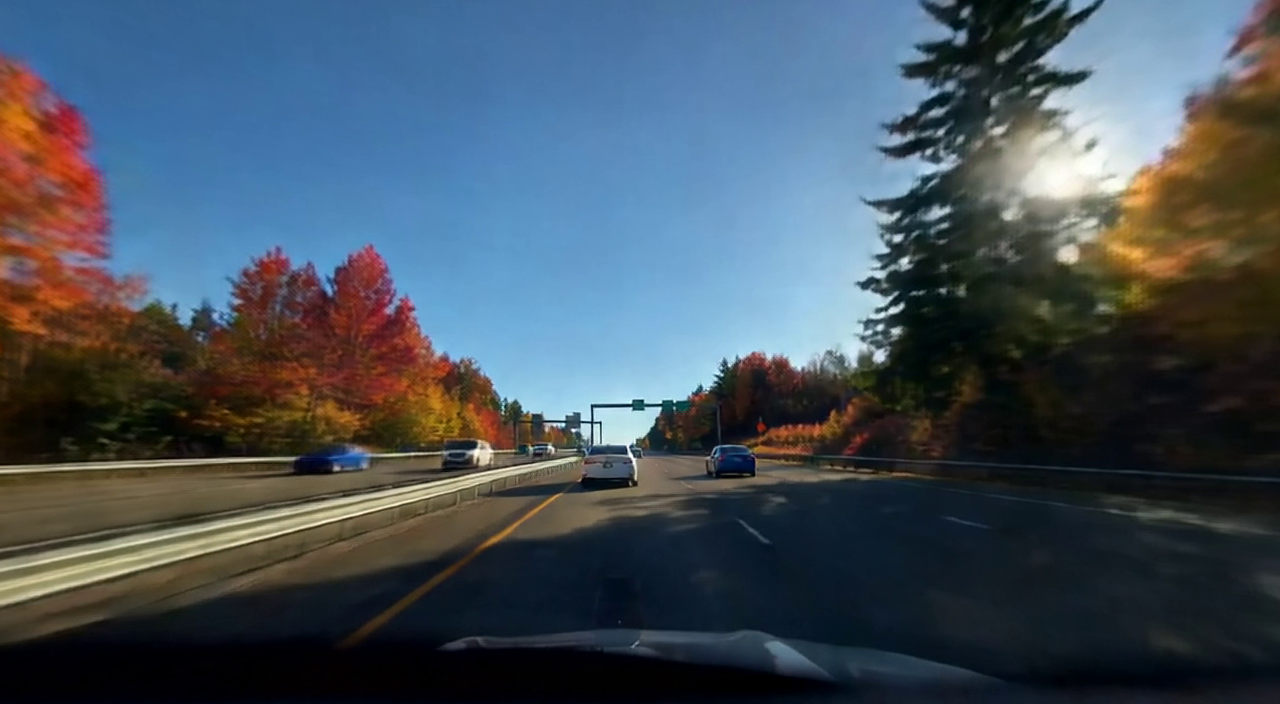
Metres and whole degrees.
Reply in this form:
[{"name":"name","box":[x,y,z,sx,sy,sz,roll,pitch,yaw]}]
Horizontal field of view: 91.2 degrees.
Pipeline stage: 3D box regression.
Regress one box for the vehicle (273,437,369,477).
[{"name":"vehicle","box":[-13.443,4.457,26.725,1.904,1.533,4.151,0,-9,-1]}]

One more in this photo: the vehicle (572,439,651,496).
[{"name":"vehicle","box":[-0.789,3.452,19.102,2.128,1.516,4.410,0,-9,-1]}]

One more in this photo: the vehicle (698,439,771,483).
[{"name":"vehicle","box":[3.711,4.407,25.507,2.300,1.595,4.144,-1,-9,0]}]

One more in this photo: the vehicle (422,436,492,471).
[{"name":"vehicle","box":[-9.436,5.297,32.814,2.285,1.652,4.883,0,-9,-1]}]
